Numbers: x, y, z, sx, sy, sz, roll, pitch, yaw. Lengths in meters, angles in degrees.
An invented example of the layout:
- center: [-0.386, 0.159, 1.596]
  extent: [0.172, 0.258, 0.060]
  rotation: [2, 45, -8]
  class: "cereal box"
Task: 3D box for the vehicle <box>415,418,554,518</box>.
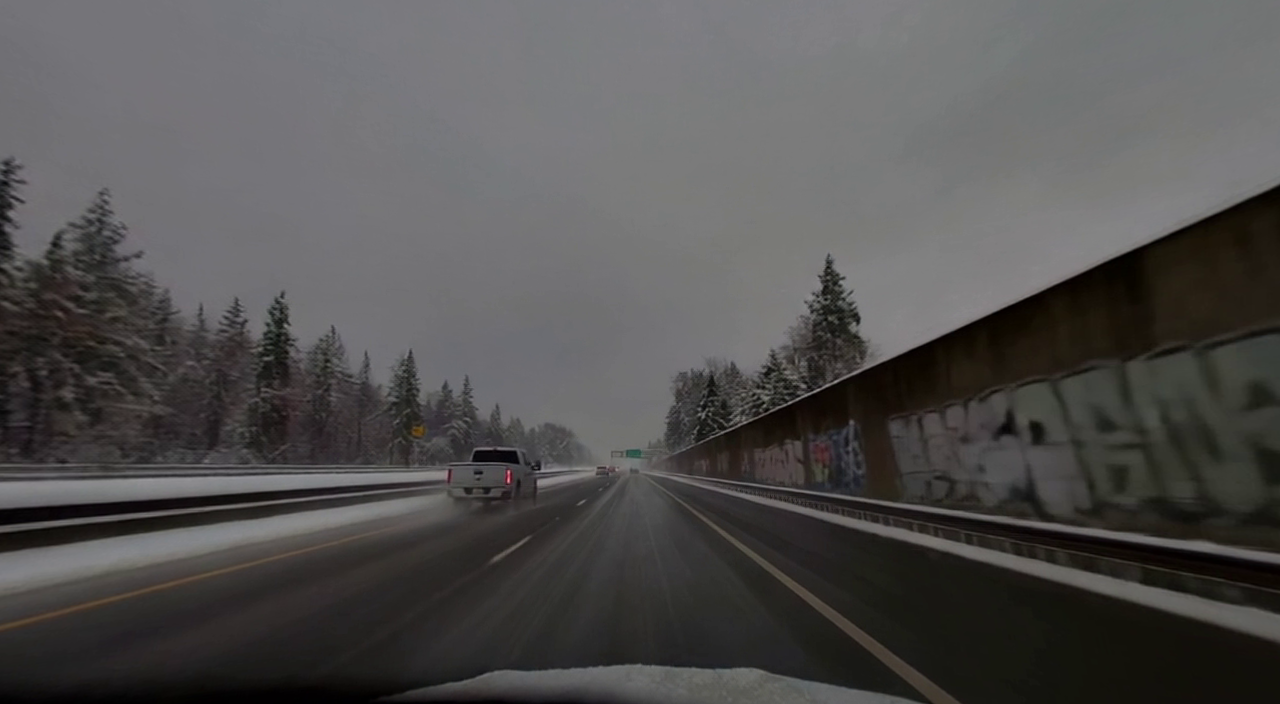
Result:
- center: [-4.304, 3.467, 18.861]
  extent: [2.597, 2.434, 6.020]
  rotation: [1, -11, 0]
  class: "vehicle"
